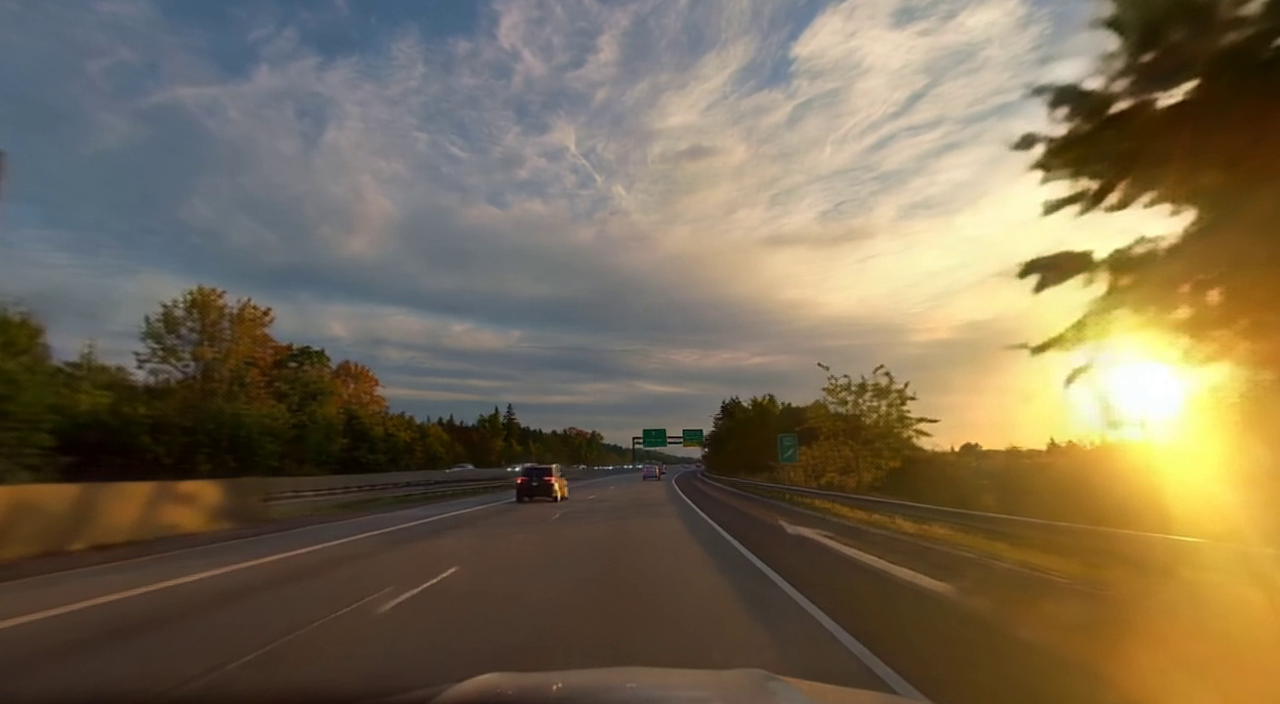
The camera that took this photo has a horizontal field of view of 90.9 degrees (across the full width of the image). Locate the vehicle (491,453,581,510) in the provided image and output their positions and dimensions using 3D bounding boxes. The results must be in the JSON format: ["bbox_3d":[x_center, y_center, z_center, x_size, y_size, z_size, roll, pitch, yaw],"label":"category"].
[{"bbox_3d":[-3.232,4.152,20.401,2.000,1.594,3.996,1,-11,3],"label":"vehicle"}]
